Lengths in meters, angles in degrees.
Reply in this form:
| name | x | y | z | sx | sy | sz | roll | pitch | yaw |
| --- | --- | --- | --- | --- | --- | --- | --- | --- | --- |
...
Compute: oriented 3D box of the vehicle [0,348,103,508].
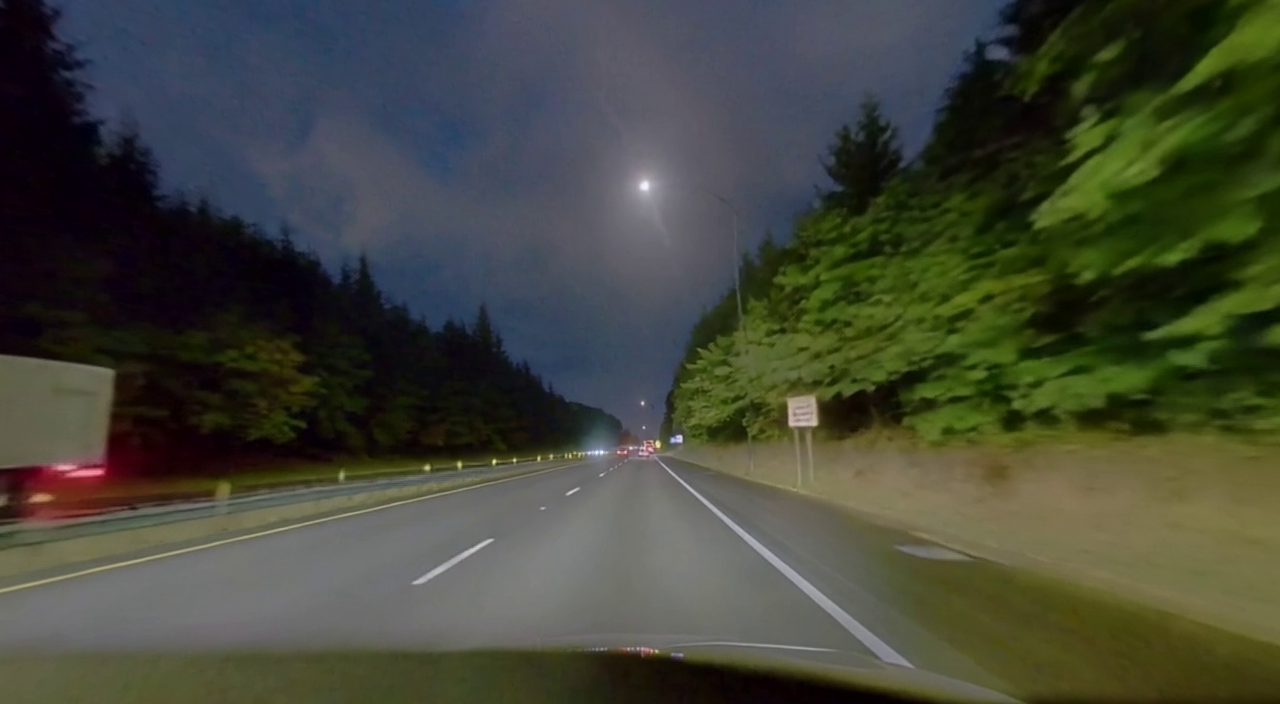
| name | x | y | z | sx | sy | sz | roll | pitch | yaw |
| --- | --- | --- | --- | --- | --- | --- | --- | --- | --- |
| vehicle | -16.519 | 1.005 | 9.928 | 3.166 | 3.694 | 14.817 | 0 | -9 | 0 |
